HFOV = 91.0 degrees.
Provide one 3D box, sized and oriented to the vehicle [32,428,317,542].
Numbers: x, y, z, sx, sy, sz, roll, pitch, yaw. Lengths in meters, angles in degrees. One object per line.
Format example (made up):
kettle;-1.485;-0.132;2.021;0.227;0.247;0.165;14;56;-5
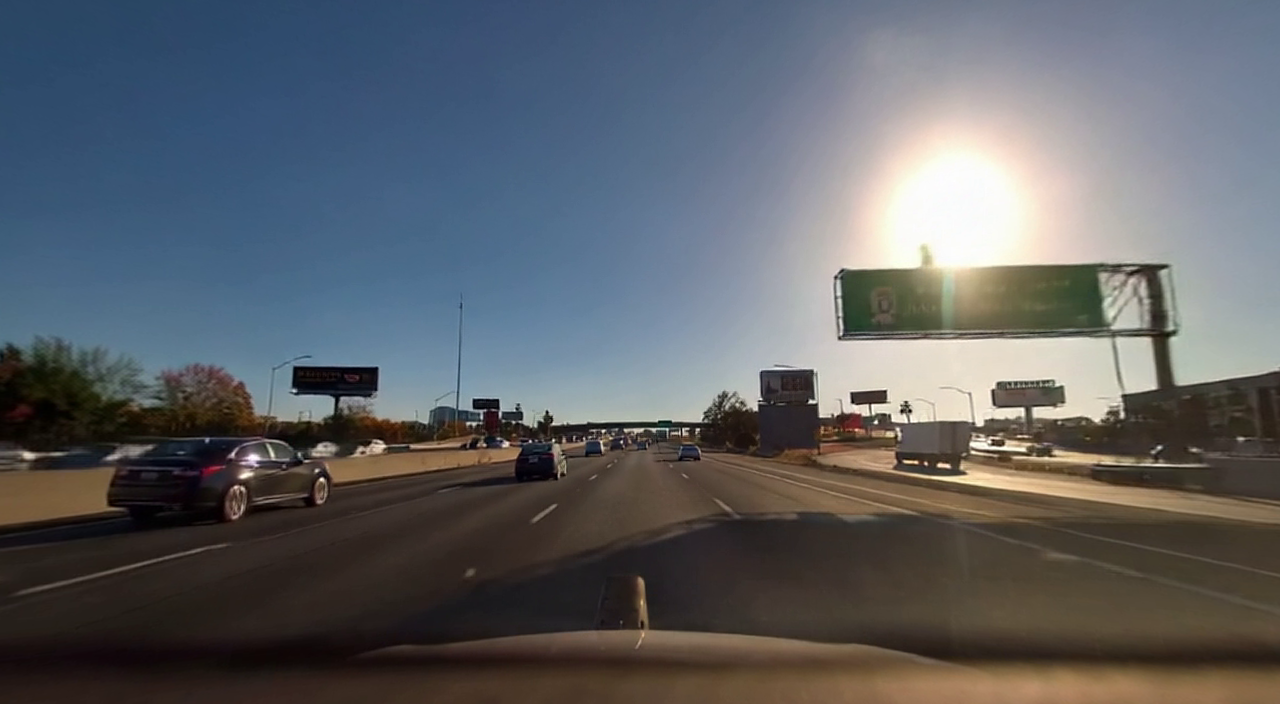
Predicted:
vehicle;-7.267;2.082;10.408;1.865;1.518;3.620;1;-9;1

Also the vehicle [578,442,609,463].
vehicle;-3.449;7.517;47.313;1.960;1.494;4.123;1;-9;1

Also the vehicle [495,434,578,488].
vehicle;-3.324;3.607;21.119;2.001;1.577;4.055;1;-9;1

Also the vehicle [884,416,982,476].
vehicle;19.166;6.258;41.968;2.958;3.538;8.761;0;-9;5
